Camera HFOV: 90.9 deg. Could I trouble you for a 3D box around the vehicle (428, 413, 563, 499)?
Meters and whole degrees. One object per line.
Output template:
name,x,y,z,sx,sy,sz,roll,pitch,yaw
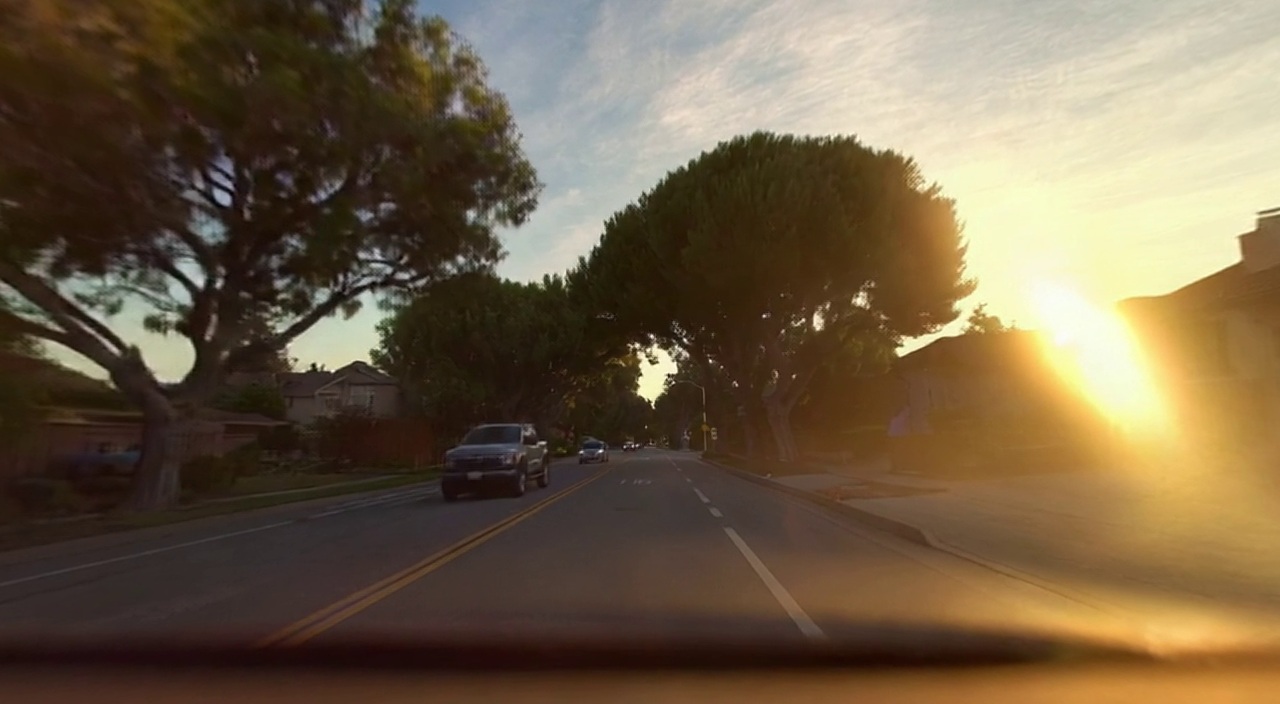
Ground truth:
vehicle,-3.936,2.993,18.508,2.417,2.088,5.780,0,-8,2

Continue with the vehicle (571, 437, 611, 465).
vehicle,-3.306,6.784,43.175,2.172,1.793,4.696,0,-8,2
